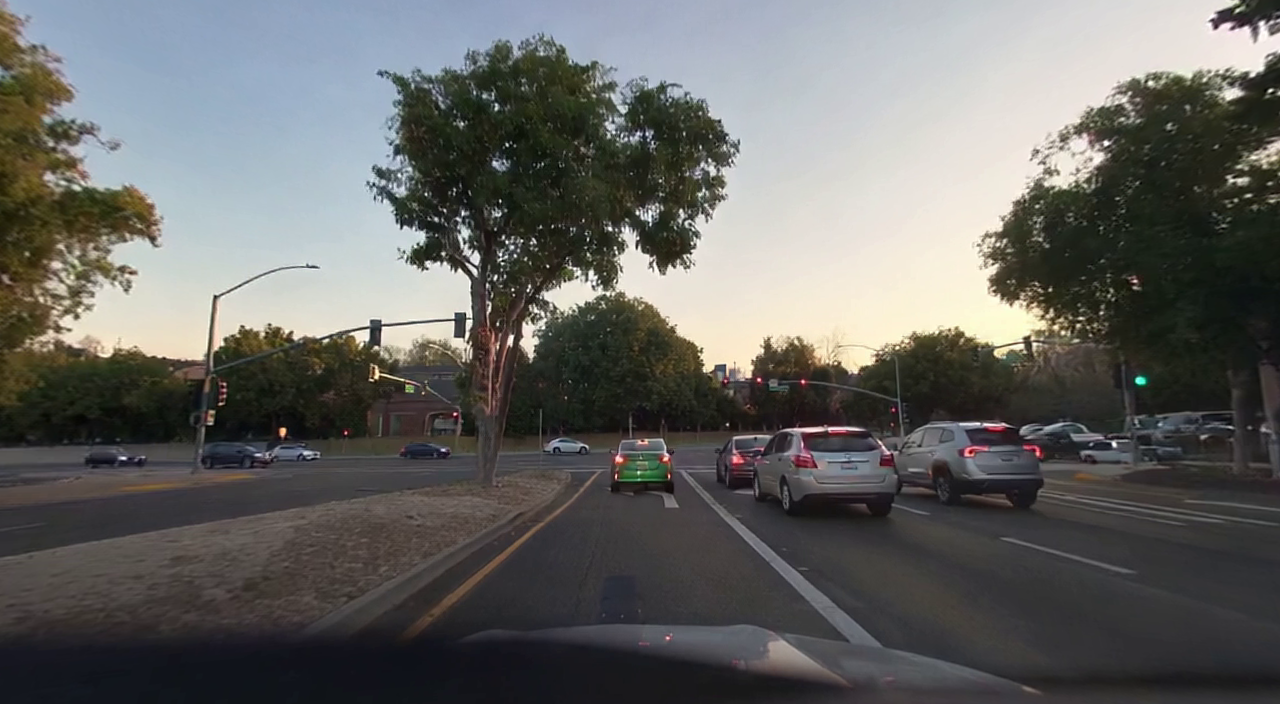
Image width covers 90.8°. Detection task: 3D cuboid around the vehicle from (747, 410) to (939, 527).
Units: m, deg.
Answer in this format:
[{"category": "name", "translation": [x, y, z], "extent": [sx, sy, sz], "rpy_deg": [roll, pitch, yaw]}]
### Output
[{"category": "vehicle", "translation": [3.543, 2.155, 12.249], "extent": [2.111, 1.780, 4.990], "rpy_deg": [0, -8, 1]}]

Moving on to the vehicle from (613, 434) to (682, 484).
[{"category": "vehicle", "translation": [0.282, 3.461, 20.717], "extent": [2.026, 1.458, 4.175], "rpy_deg": [0, -8, 2]}]

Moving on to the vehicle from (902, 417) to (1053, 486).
[{"category": "vehicle", "translation": [10.976, 3.309, 21.230], "extent": [2.130, 1.988, 5.684], "rpy_deg": [0, -8, 3]}]

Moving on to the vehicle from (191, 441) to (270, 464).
[{"category": "vehicle", "translation": [-29.716, 7.294, 45.907], "extent": [4.517, 1.637, 1.935], "rpy_deg": [-1, -9, 9]}]

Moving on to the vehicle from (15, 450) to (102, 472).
[{"category": "vehicle", "translation": [-40.766, 7.624, 44.296], "extent": [4.630, 1.441, 1.923], "rpy_deg": [-1, -9, 9]}]

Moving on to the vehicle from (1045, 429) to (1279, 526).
[{"category": "vehicle", "translation": [10.408, 2.364, 12.489], "extent": [1.919, 1.549, 4.452], "rpy_deg": [0, -8, 2]}]

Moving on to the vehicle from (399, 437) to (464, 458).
[{"category": "vehicle", "translation": [-15.586, 7.163, 47.354], "extent": [4.076, 1.498, 2.175], "rpy_deg": [-1, -8, 5]}]
